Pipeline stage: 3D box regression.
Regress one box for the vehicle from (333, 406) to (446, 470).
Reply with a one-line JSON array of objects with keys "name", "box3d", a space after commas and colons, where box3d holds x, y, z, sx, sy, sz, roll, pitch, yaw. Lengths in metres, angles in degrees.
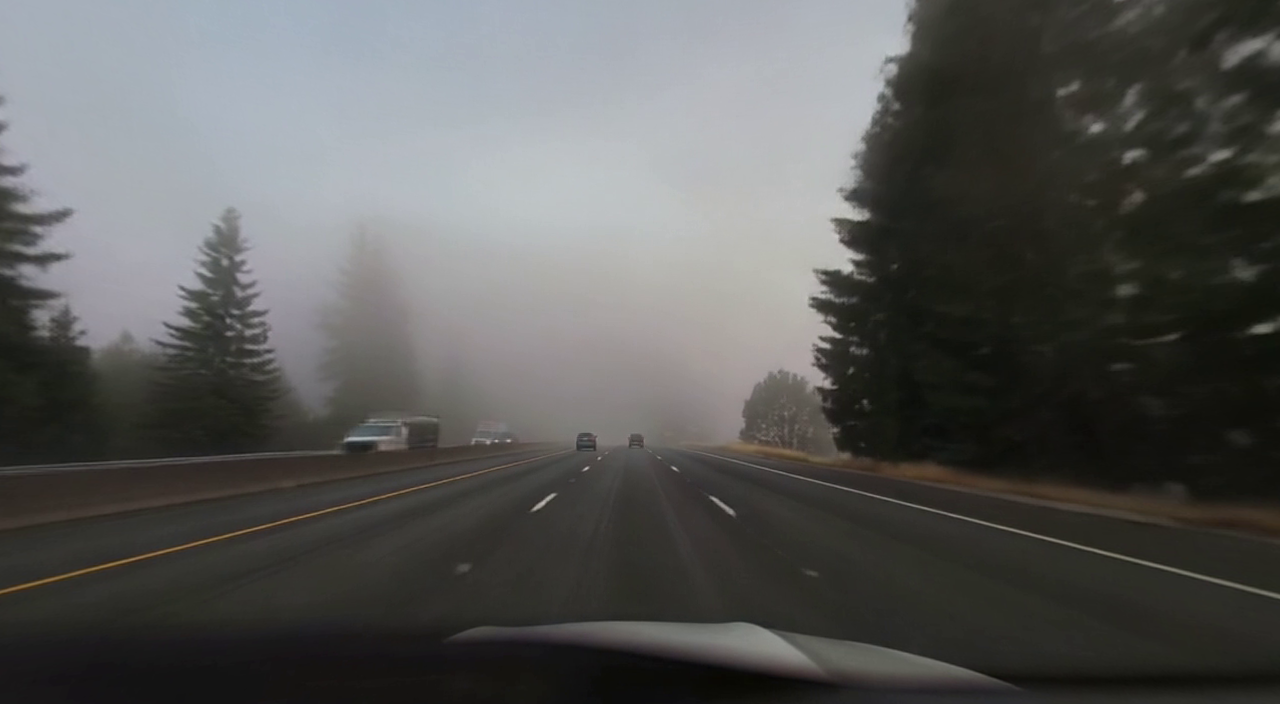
[{"name": "vehicle", "box3d": [-12.731, 4.483, 32.863, 2.811, 2.963, 7.409, 0, -8, 0]}]
